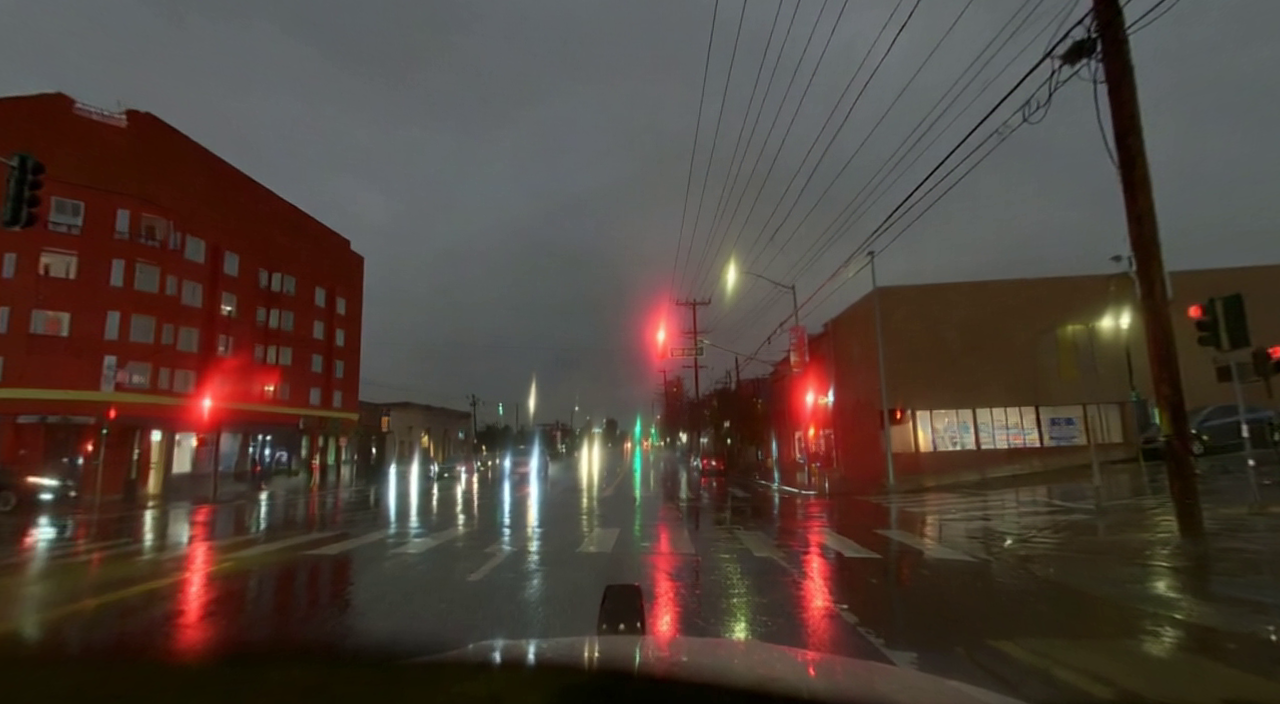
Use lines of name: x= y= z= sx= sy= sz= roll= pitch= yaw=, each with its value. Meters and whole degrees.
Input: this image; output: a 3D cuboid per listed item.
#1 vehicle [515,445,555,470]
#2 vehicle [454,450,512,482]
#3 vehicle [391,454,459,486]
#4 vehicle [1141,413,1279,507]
vehicle: x=-8.131 y=8.257 z=49.335 sx=2.096 sy=1.830 sz=4.752 roll=0 pitch=-9 yaw=3
vehicle: x=-8.697 y=6.310 z=35.181 sx=2.020 sy=1.672 sz=3.842 roll=0 pitch=-9 yaw=3
vehicle: x=-12.033 y=6.612 z=35.630 sx=1.943 sy=1.574 sz=4.727 roll=0 pitch=-9 yaw=3
vehicle: x=12.691 y=2.173 z=12.811 sx=3.234 sy=1.746 sz=1.941 roll=-1 pitch=-9 yaw=2
